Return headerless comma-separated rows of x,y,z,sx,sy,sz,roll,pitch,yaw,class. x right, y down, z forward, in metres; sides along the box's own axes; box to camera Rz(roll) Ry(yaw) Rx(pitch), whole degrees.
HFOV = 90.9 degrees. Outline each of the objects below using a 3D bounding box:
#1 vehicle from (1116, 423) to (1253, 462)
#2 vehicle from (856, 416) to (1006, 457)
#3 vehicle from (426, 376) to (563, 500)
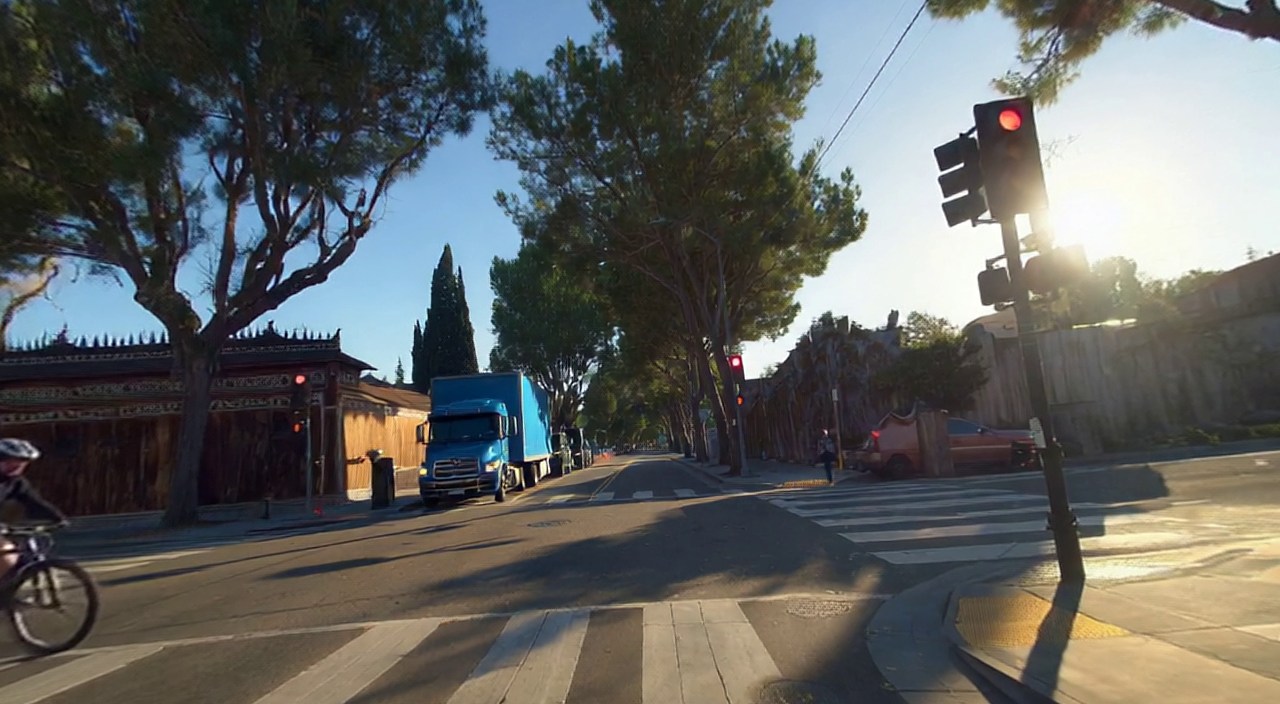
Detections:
24.944,4.161,29.020,4.268,1.695,2.053,0,-8,3,vehicle
10.678,3.143,23.424,4.643,1.456,1.820,-1,-8,5,vehicle
-5.738,3.725,27.166,3.113,4.041,10.284,-6,-8,0,vehicle
